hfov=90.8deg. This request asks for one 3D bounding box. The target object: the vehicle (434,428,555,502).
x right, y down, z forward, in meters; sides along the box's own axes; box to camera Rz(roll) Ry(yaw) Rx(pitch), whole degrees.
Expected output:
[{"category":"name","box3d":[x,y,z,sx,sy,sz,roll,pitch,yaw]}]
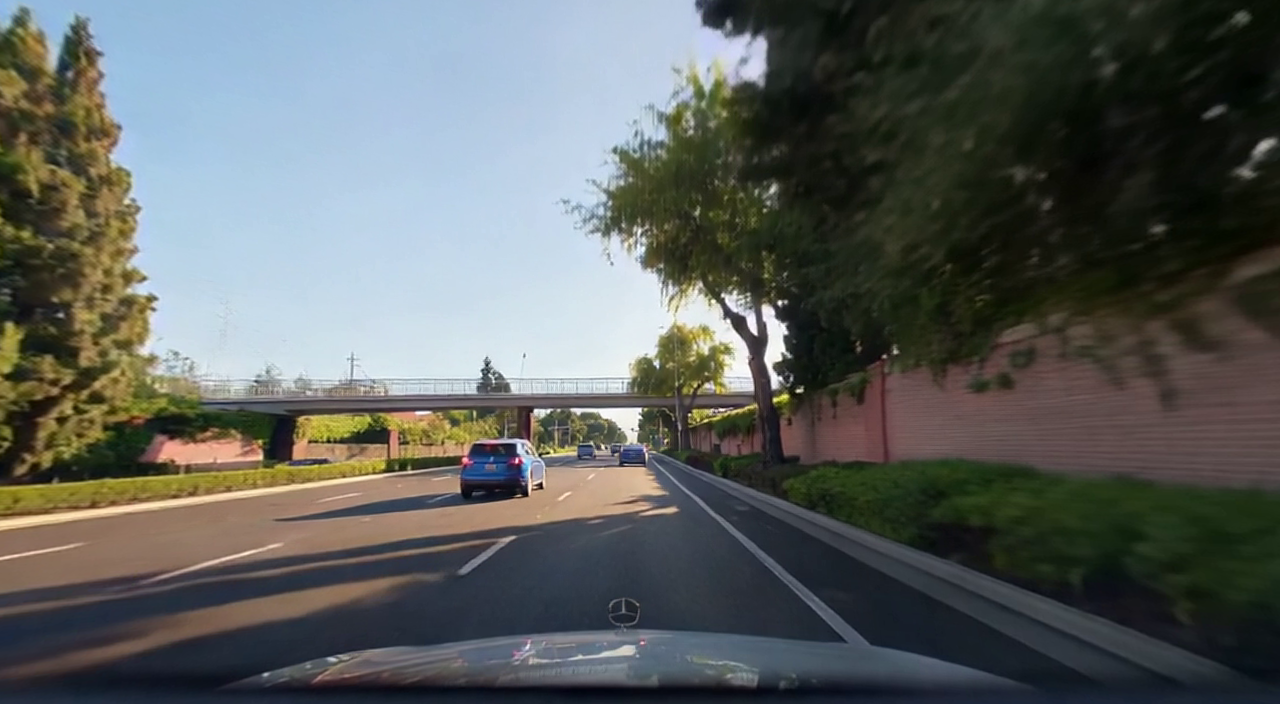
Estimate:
[{"category":"vehicle","box3d":[-3.845,3.101,17.697,2.223,1.771,4.581,0,-9,1]}]

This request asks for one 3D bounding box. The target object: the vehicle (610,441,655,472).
[{"category":"vehicle","box3d":[-0.416,5.467,33.254,2.205,1.509,4.272,0,-9,-1]}]

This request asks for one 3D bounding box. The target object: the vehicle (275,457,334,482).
[{"category":"vehicle","box3d":[-24.794,8.681,46.822,1.854,1.645,4.522,0,-9,0]}]
